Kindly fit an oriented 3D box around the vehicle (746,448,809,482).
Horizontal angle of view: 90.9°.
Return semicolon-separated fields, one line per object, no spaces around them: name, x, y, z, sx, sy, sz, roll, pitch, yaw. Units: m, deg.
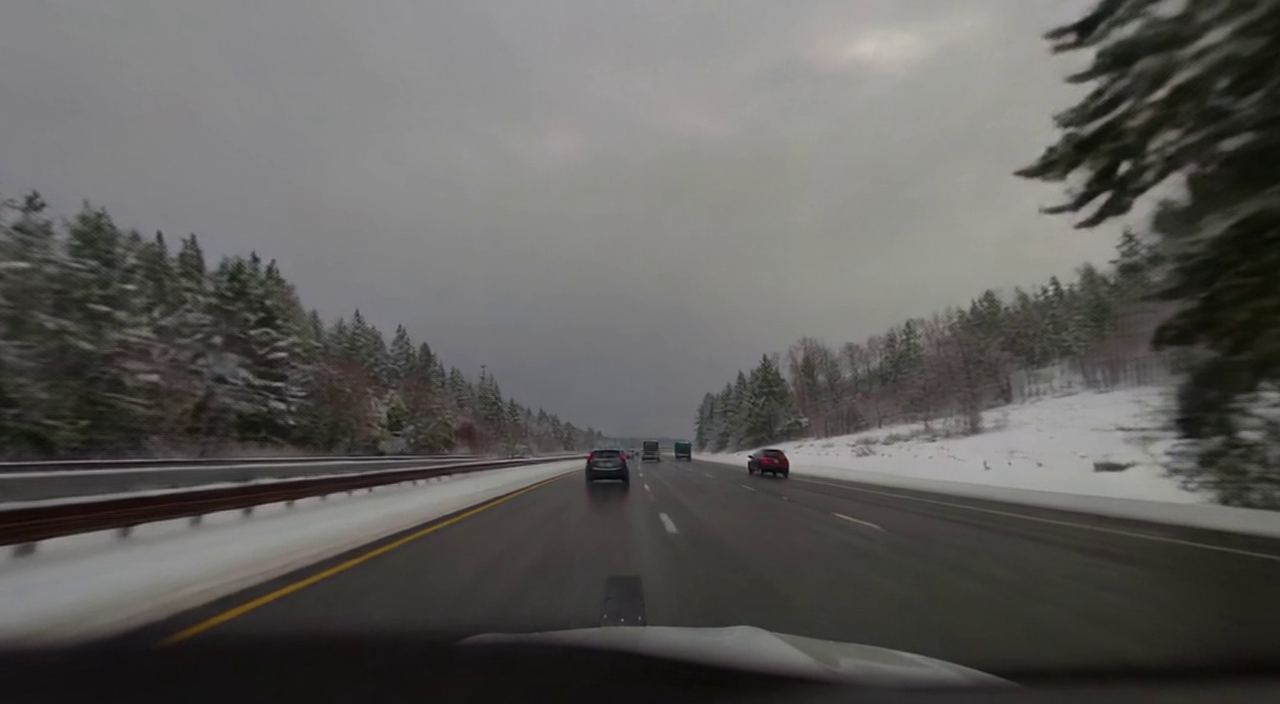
vehicle;6.287;5.194;29.213;1.926;1.483;3.528;0;-9;-3

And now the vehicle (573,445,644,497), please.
vehicle;-0.968;3.770;20.397;2.053;1.483;4.185;0;-9;-2
